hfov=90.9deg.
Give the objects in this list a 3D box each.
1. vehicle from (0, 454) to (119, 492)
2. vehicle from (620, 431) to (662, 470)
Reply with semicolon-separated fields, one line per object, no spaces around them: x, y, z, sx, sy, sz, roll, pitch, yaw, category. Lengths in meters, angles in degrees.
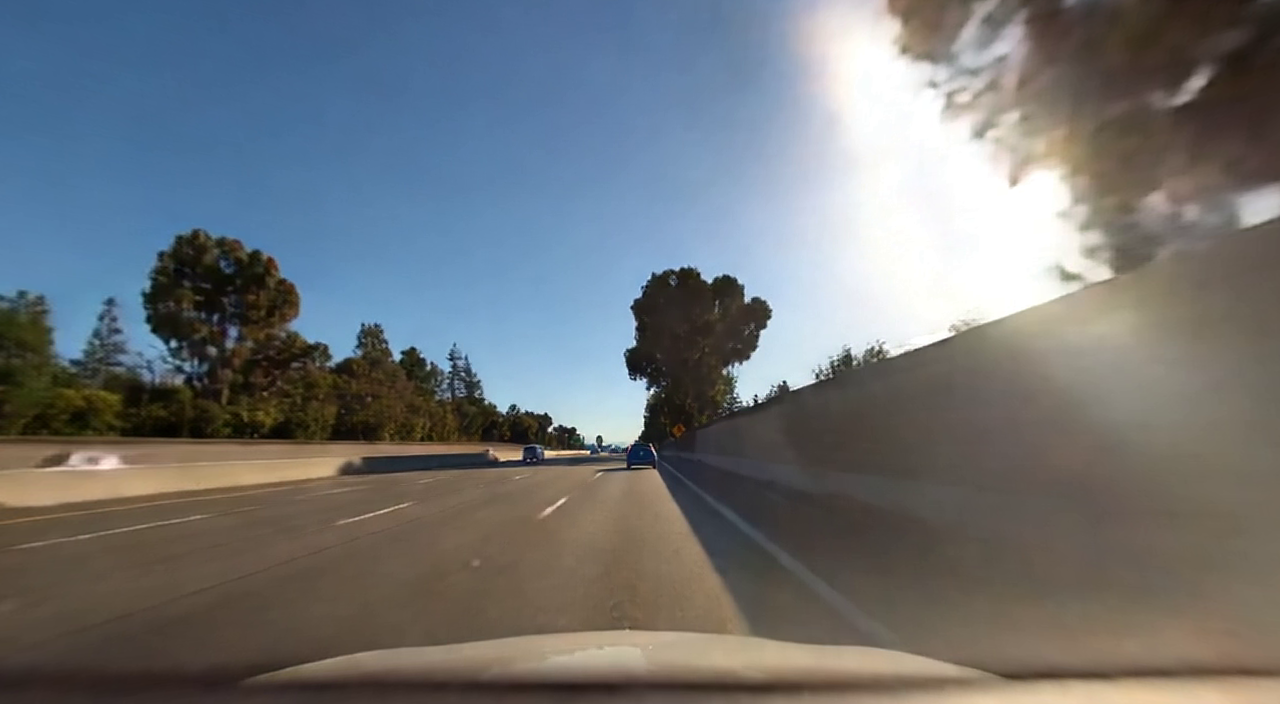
-26.663;5.505;28.981;1.796;1.530;4.250;0;-8;0;vehicle
0.049;5.857;37.511;2.318;2.145;4.561;0;-8;0;vehicle
